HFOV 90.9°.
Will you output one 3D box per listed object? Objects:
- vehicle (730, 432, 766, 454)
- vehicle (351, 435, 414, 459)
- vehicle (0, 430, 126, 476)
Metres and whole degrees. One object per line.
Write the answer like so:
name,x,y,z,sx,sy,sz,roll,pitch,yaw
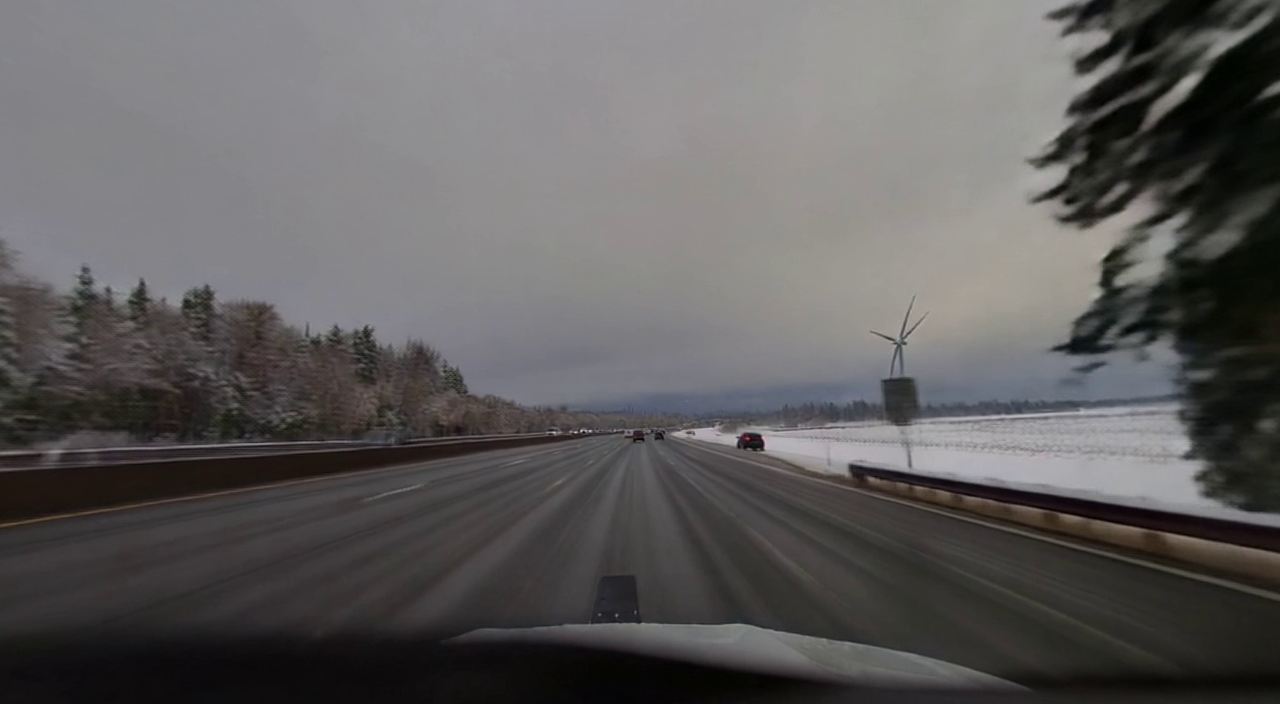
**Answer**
vehicle,8.013,6.753,46.888,1.926,1.559,2.968,1,-8,-6
vehicle,-16.156,5.954,39.774,1.880,1.413,4.807,0,-8,1
vehicle,-23.329,3.923,24.930,2.087,1.633,4.555,0,-8,-1
